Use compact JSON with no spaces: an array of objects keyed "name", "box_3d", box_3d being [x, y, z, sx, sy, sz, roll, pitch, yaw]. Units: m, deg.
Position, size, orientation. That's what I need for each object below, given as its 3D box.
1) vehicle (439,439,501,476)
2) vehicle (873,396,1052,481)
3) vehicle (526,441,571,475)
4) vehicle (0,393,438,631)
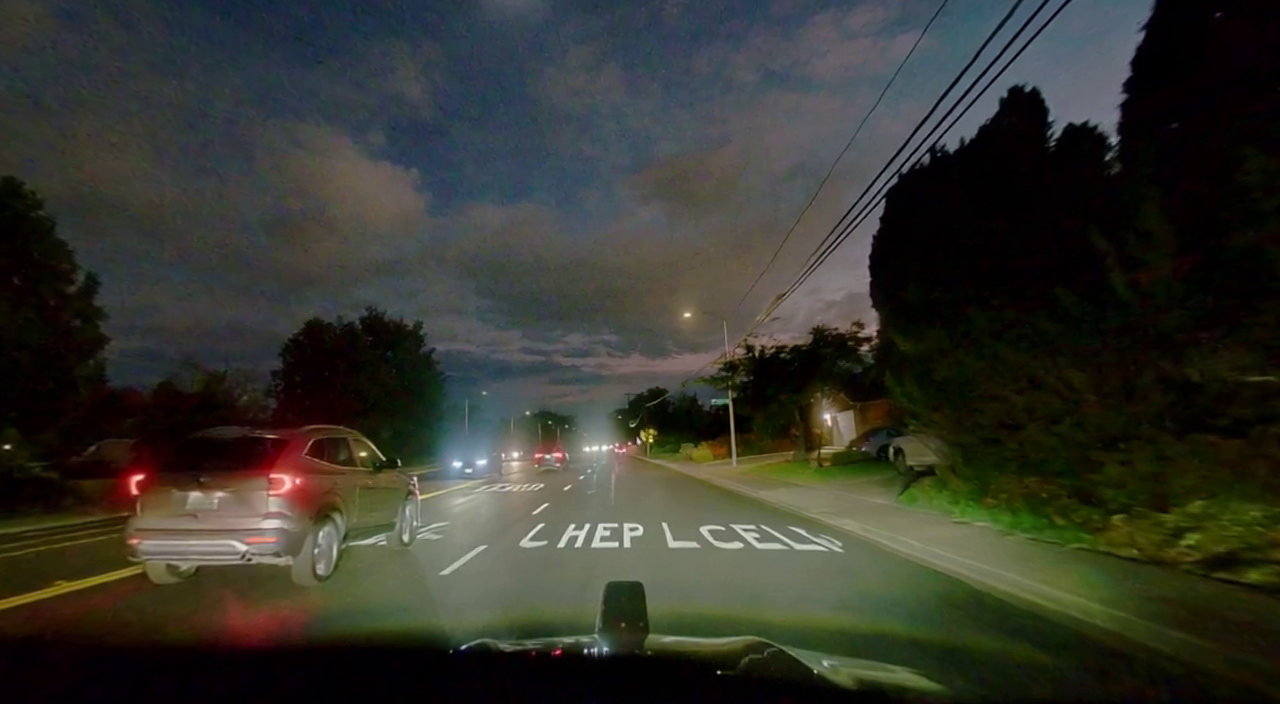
[{"name":"vehicle","box_3d":[-8.419,5.254,31.624,2.036,1.710,4.323,0,-8,-2]},{"name":"vehicle","box_3d":[8.348,2.350,16.983,1.934,1.741,4.793,-6,-8,-4]},{"name":"vehicle","box_3d":[-4.462,5.179,31.038,1.802,1.528,3.490,0,-8,-2]},{"name":"vehicle","box_3d":[-4.082,1.521,6.989,2.190,1.766,4.394,0,-8,0]}]
